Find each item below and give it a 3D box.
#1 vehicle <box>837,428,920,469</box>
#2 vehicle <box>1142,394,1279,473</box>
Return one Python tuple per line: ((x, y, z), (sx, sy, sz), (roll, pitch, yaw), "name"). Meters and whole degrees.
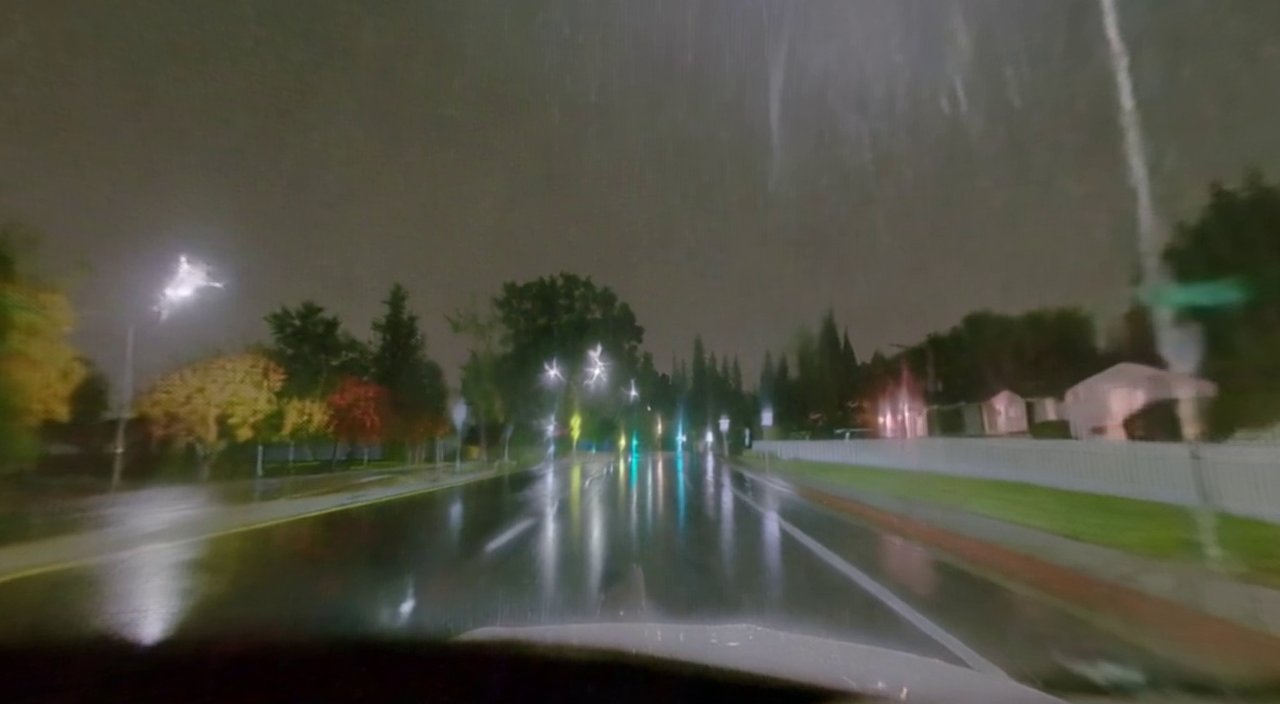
((10.659, 4.362, 28.612), (1.938, 1.695, 4.296), (0, -8, -2), "vehicle")
((21.519, 2.911, 22.487), (5.234, 2.631, 2.232), (0, -8, -1), "vehicle")
